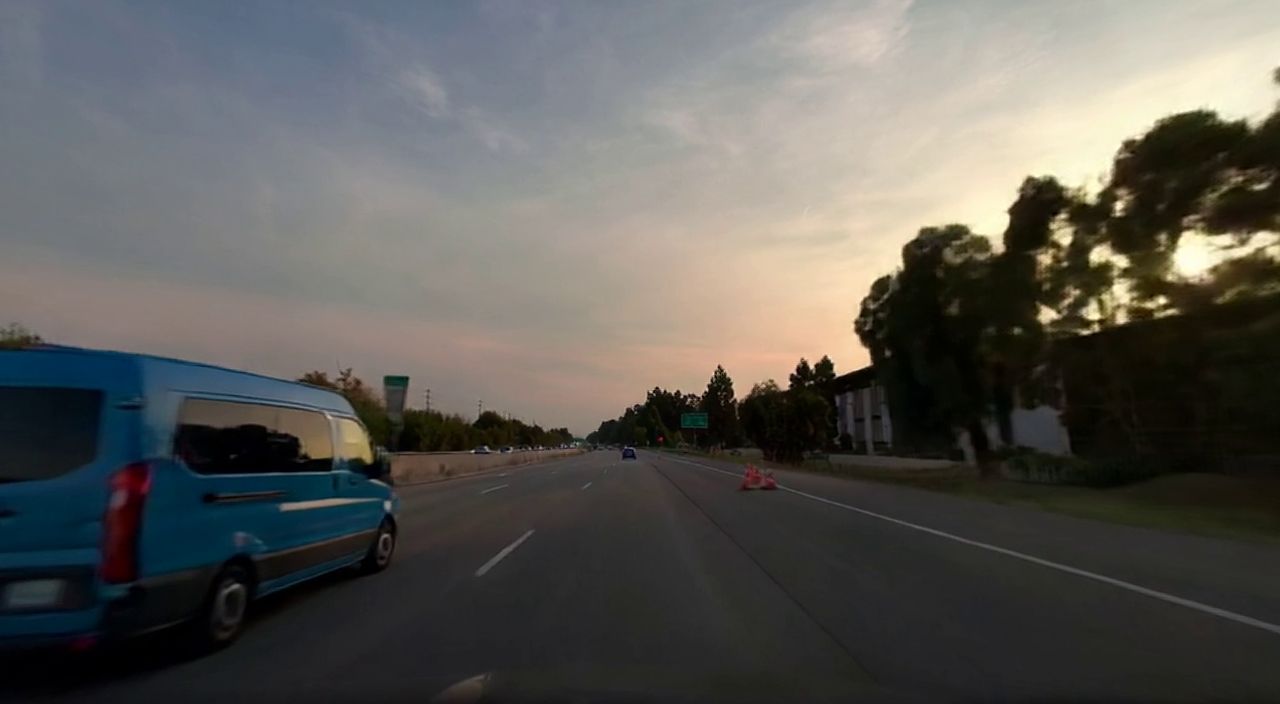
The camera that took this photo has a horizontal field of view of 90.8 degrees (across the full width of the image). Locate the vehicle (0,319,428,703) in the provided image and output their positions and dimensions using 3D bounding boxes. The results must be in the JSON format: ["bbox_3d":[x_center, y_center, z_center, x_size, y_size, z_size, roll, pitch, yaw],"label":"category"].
[{"bbox_3d":[-3.604,1.139,5.404,2.046,1.982,4.465,0,-9,-1],"label":"vehicle"}]

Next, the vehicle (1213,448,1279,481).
[{"bbox_3d":[29.854,5.262,29.686,3.924,1.454,1.952,0,-8,-2],"label":"vehicle"}]
